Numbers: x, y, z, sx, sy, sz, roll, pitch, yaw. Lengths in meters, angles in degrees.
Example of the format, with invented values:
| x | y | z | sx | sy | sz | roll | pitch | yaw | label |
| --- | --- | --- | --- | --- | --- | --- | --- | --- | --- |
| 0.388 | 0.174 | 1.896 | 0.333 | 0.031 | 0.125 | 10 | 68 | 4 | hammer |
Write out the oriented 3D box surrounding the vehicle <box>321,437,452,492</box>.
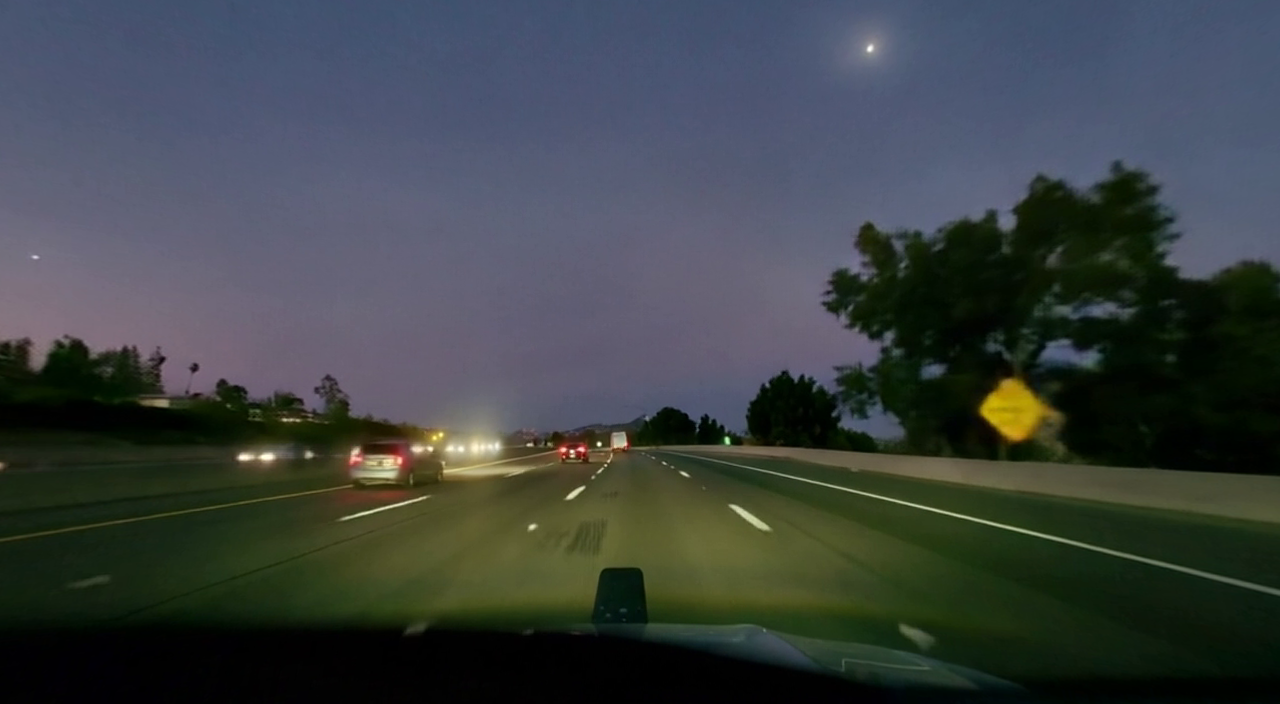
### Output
| x | y | z | sx | sy | sz | roll | pitch | yaw | label |
| --- | --- | --- | --- | --- | --- | --- | --- | --- | --- |
| -7.498 | 3.357 | 19.262 | 2.038 | 1.463 | 4.656 | 0 | -8 | 0 | vehicle |

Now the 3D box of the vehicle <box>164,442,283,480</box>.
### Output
| x | y | z | sx | sy | sz | roll | pitch | yaw | label |
| --- | --- | --- | --- | --- | --- | --- | --- | --- | --- |
| -17.184 | 4.478 | 26.328 | 1.979 | 1.433 | 4.404 | 0 | -8 | -1 | vehicle |

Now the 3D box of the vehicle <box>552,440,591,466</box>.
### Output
| x | y | z | sx | sy | sz | roll | pitch | yaw | label |
| --- | --- | --- | --- | --- | --- | --- | --- | --- | --- |
| -4.074 | 6.091 | 38.109 | 1.936 | 1.465 | 4.060 | 0 | -8 | 0 | vehicle |

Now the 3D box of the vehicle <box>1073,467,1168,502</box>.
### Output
| x | y | z | sx | sy | sz | roll | pitch | yaw | label |
| --- | --- | --- | --- | --- | --- | --- | --- | --- | --- |
| 24.200 | 6.682 | 31.978 | 2.005 | 1.478 | 4.056 | -1 | -8 | 8 | vehicle |
